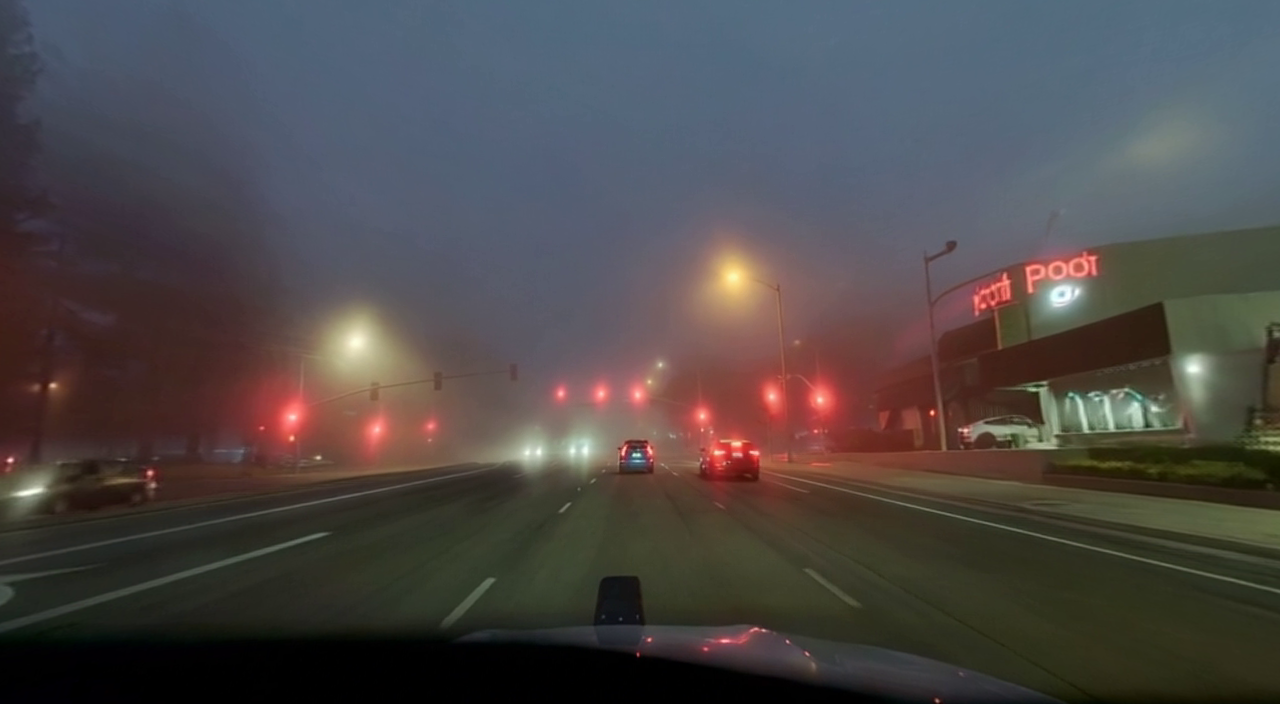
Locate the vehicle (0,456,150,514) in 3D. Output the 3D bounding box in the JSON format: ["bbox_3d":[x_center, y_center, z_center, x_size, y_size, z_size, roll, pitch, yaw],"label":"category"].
[{"bbox_3d":[-17.900,4.039,19.636,1.832,1.515,4.369,0,-9,-1],"label":"vehicle"}]

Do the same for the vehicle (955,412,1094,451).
[{"bbox_3d":[15.639,3.294,25.913,4.344,1.512,1.936,-1,-9,5],"label":"vehicle"}]

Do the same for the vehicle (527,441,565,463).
[{"bbox_3d":[-6.660,7.109,45.048,1.954,1.473,4.350,0,-9,1],"label":"vehicle"}]

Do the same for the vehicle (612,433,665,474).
[{"bbox_3d":[-0.142,4.469,27.959,2.146,1.685,4.003,0,-9,-2],"label":"vehicle"}]

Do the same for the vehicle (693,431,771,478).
[{"bbox_3d":[3.540,4.078,25.299,2.198,1.660,4.512,0,-9,-3],"label":"vehicle"}]

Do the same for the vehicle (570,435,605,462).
[{"bbox_3d":[-3.603,6.795,44.369,2.106,1.778,4.444,0,-9,0],"label":"vehicle"}]
